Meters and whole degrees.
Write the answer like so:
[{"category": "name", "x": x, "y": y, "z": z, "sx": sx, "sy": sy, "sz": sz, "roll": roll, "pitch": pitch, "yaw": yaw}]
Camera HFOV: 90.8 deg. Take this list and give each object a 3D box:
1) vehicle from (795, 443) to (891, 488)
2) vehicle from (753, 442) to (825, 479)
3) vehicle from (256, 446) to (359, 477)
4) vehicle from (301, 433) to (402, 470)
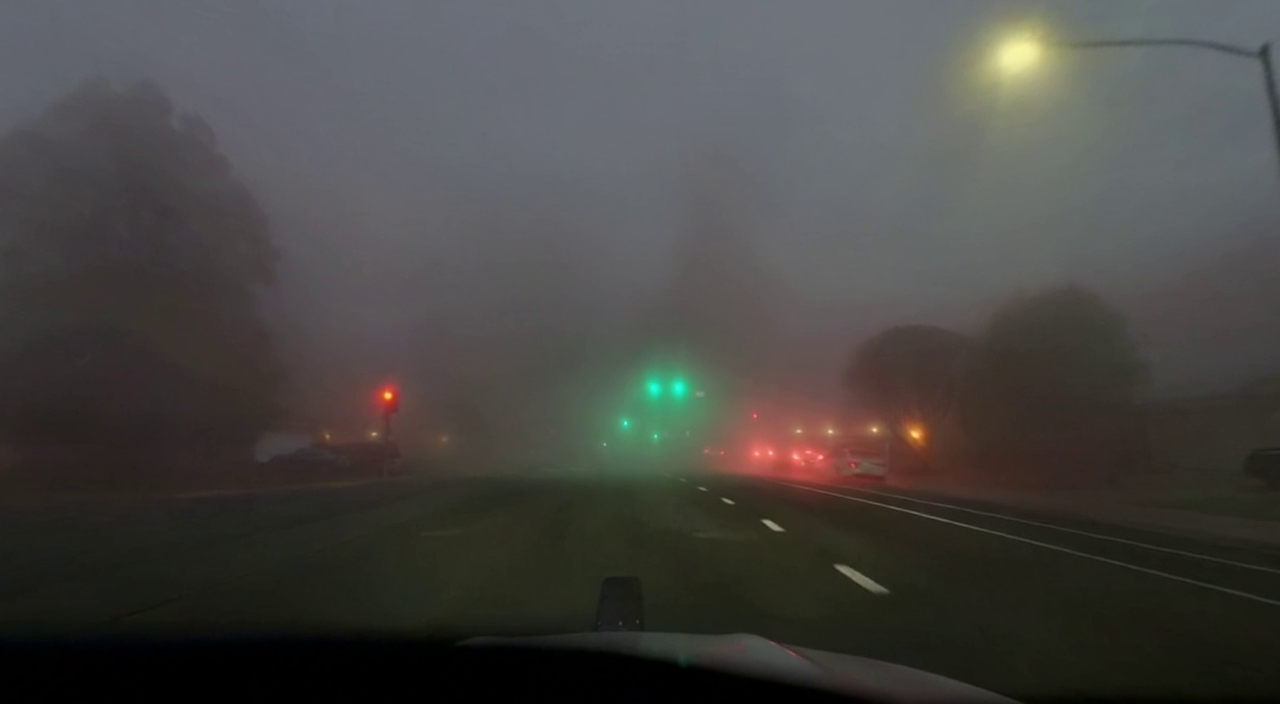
[{"category": "vehicle", "x": 7.607, "y": 4.269, "z": 24.203, "sx": 1.951, "sy": 1.528, "sz": 4.366, "roll": 1, "pitch": -8, "yaw": -5}, {"category": "vehicle", "x": 7.059, "y": 5.142, "z": 30.392, "sx": 1.934, "sy": 1.504, "sz": 4.928, "roll": 4, "pitch": -9, "yaw": -4}, {"category": "vehicle", "x": -18.261, "y": 6.028, "z": 34.825, "sx": 4.598, "sy": 1.445, "sz": 1.973, "roll": -2, "pitch": -9, "yaw": -1}, {"category": "vehicle", "x": -18.433, "y": 6.430, "z": 40.638, "sx": 5.096, "sy": 2.070, "sz": 2.687, "roll": 2, "pitch": -10, "yaw": 1}]
